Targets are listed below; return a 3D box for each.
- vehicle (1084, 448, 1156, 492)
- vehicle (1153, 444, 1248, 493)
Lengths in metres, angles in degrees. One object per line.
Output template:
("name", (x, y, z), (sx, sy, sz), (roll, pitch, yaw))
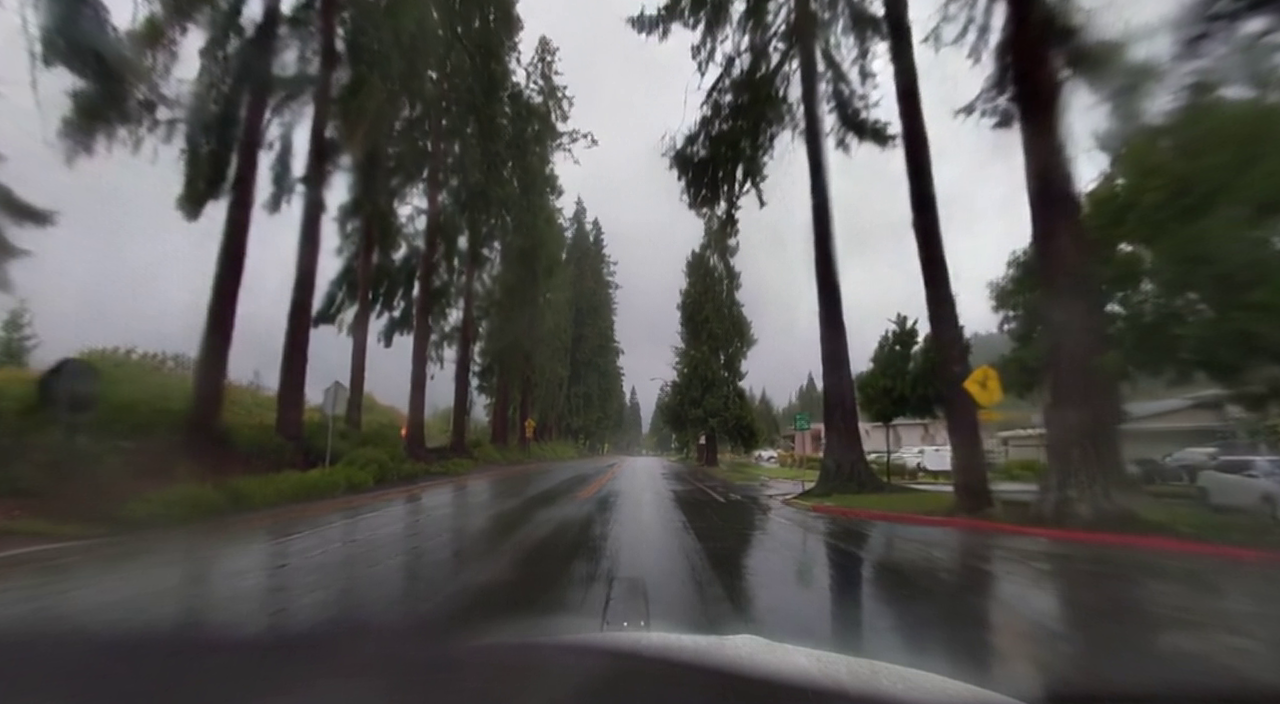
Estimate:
("vehicle", (20.089, 4.890, 26.548), (1.958, 1.644, 4.527), (-5, -10, 32))
("vehicle", (22.621, 4.651, 25.619), (1.884, 1.773, 3.887), (-5, -9, 28))
